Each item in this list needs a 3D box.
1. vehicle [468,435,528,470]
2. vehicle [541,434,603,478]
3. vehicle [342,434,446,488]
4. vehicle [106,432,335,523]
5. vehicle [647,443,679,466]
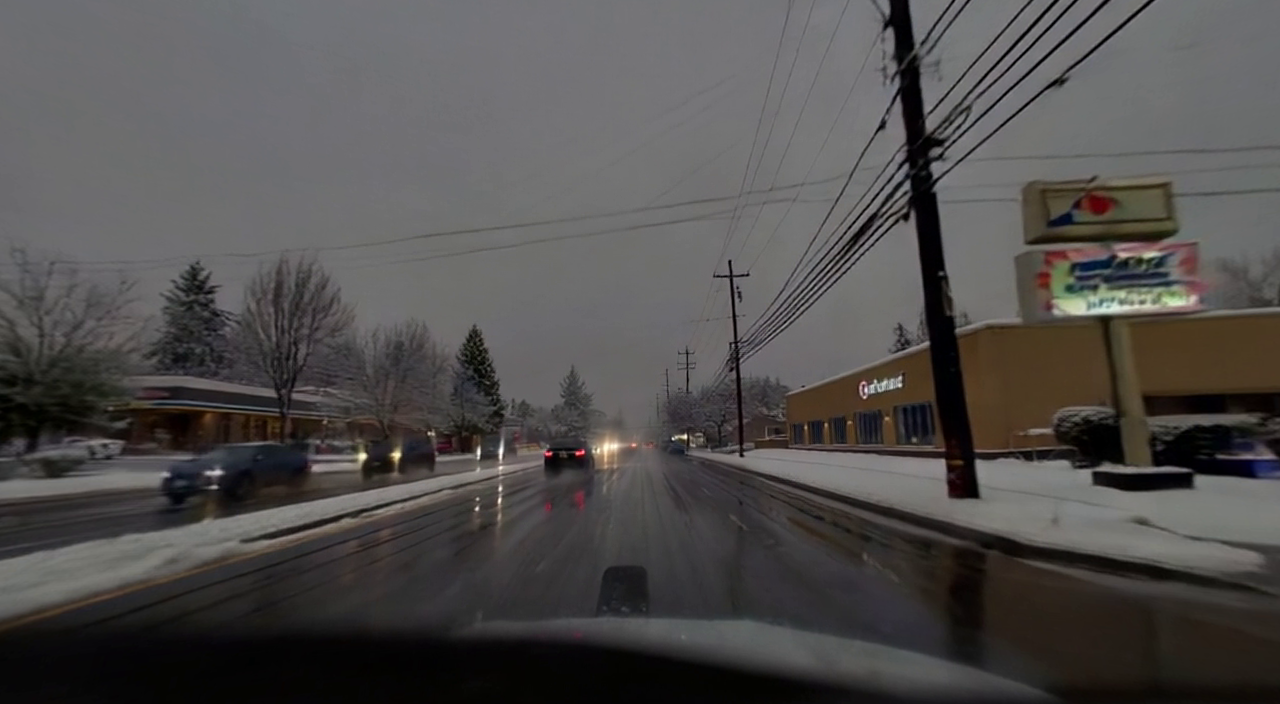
[{"bbox_3d":[-7.704,5.501,34.605,2.009,1.773,4.925,0,-9,2],"label":"vehicle"},{"bbox_3d":[-2.712,4.288,26.116,2.047,1.664,4.148,0,-9,1],"label":"vehicle"},{"bbox_3d":[-8.082,3.616,21.154,1.795,1.607,4.059,0,-9,1],"label":"vehicle"},{"bbox_3d":[-7.906,2.377,12.410,1.760,1.487,3.890,0,-9,1],"label":"vehicle"},{"bbox_3d":[1.546,6.806,42.117,1.978,1.455,4.195,0,-9,3],"label":"vehicle"}]
